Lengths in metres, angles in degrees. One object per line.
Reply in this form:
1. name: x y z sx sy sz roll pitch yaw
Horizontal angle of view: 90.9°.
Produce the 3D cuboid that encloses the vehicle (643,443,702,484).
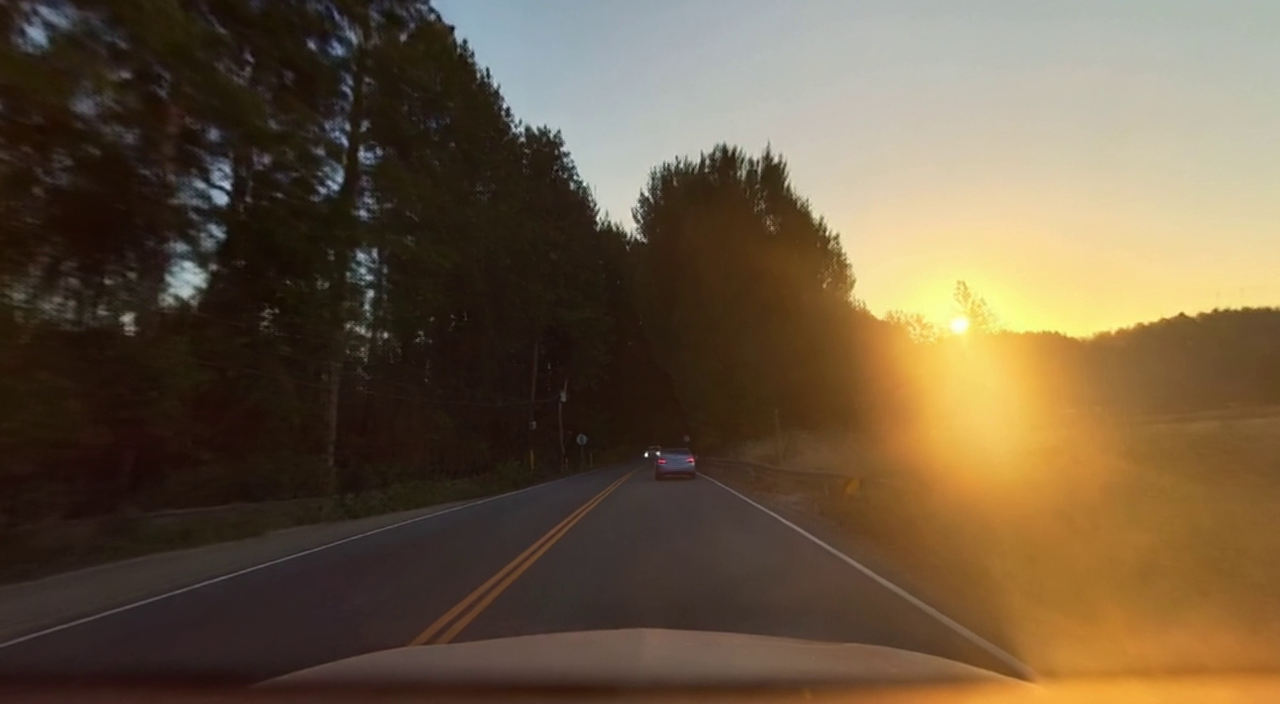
1. vehicle: 1.320 4.657 26.671 2.274 1.583 4.349 0 -8 2
